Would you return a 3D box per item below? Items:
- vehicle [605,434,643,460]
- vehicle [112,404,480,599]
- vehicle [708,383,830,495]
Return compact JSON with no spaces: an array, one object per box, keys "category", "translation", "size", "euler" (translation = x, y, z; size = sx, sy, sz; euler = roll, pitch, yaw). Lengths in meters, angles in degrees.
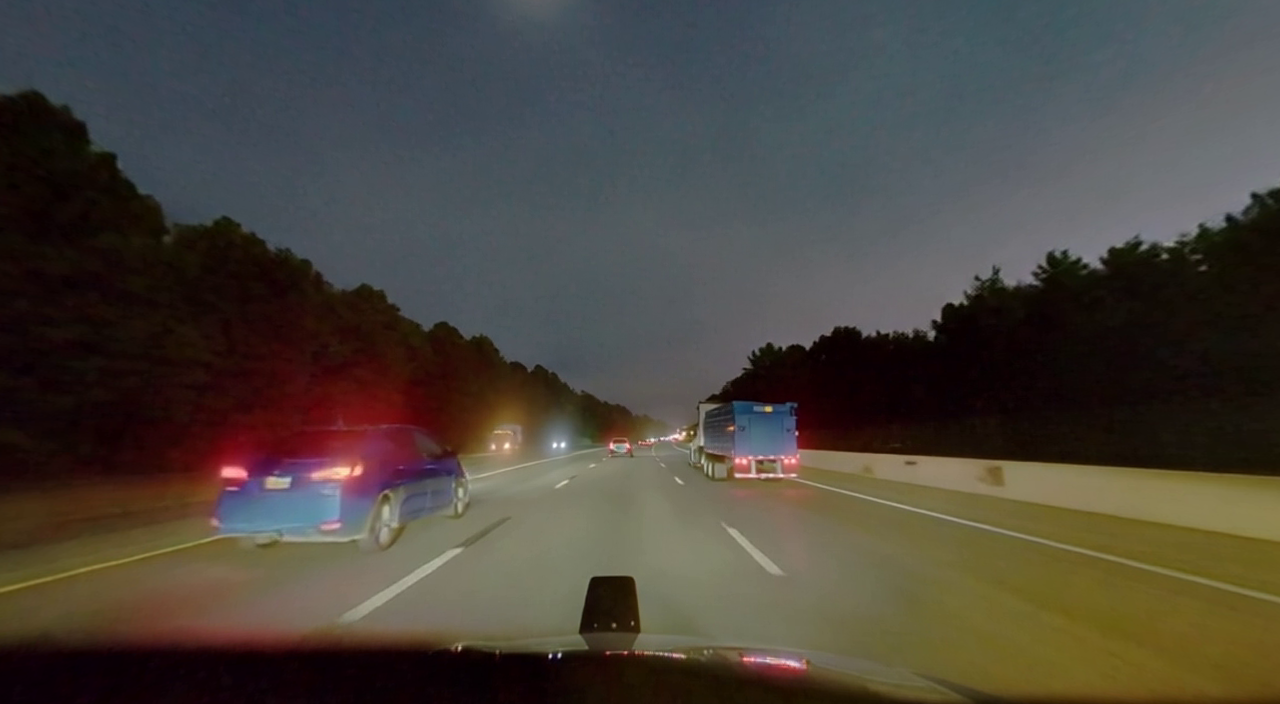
[{"category":"vehicle","translation":[-0.933,5.945,39.485],"size":[2.195,1.529,4.572],"euler":[0,-8,1]},{"category":"vehicle","translation":[-3.373,1.520,7.347],"size":[2.008,1.588,4.147],"euler":[0,-8,-1]},{"category":"vehicle","translation":[3.203,2.286,16.638],"size":[2.256,2.568,4.049],"euler":[0,-8,-1]}]
